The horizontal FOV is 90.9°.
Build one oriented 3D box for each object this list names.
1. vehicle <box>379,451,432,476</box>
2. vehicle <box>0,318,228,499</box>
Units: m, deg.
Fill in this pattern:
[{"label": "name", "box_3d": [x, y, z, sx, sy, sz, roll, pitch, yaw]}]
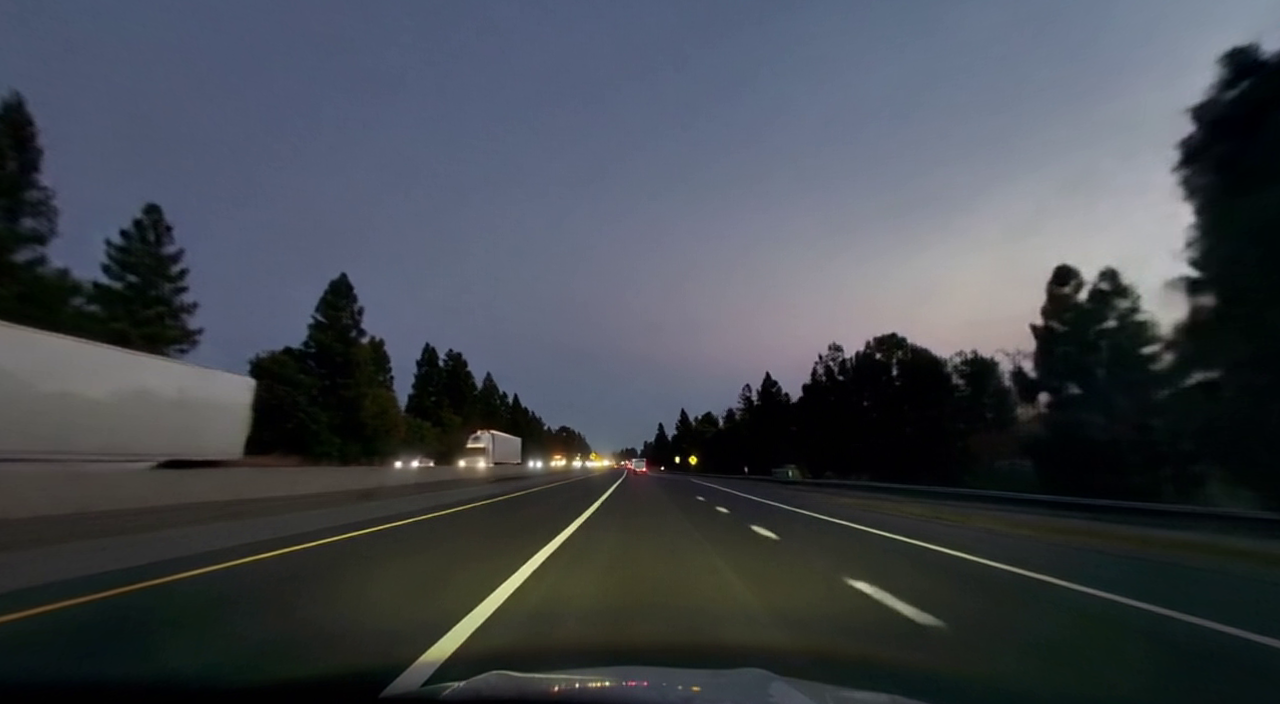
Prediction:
[{"label": "vehicle", "box_3d": [-15.983, 7.676, 43.232, 1.889, 1.586, 4.435, 1, -10, 0]}, {"label": "vehicle", "box_3d": [-15.907, 1.387, 14.861, 2.901, 4.018, 14.126, 1, -10, 0]}]
